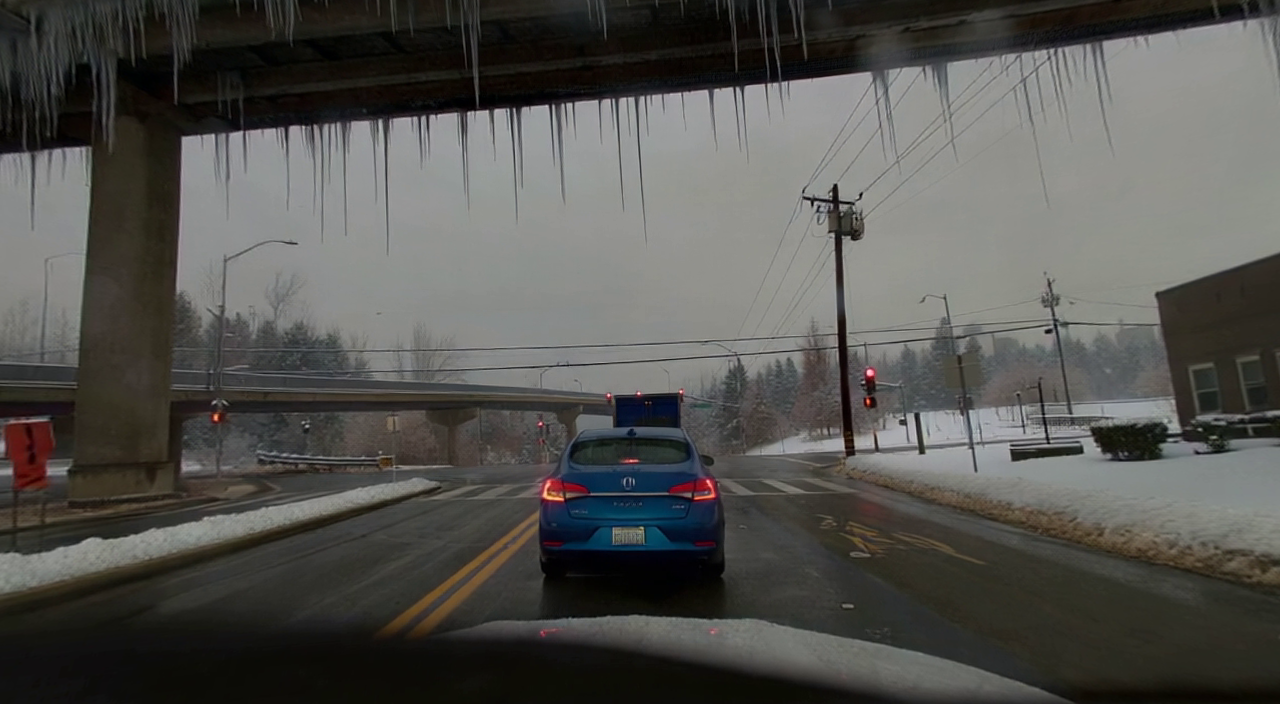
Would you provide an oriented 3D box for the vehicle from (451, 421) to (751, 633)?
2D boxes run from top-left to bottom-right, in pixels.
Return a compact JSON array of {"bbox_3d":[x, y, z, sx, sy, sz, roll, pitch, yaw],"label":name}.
[{"bbox_3d":[-0.240,1.527,6.477,2.090,1.458,4.033,-1,-9,1],"label":"vehicle"}]
